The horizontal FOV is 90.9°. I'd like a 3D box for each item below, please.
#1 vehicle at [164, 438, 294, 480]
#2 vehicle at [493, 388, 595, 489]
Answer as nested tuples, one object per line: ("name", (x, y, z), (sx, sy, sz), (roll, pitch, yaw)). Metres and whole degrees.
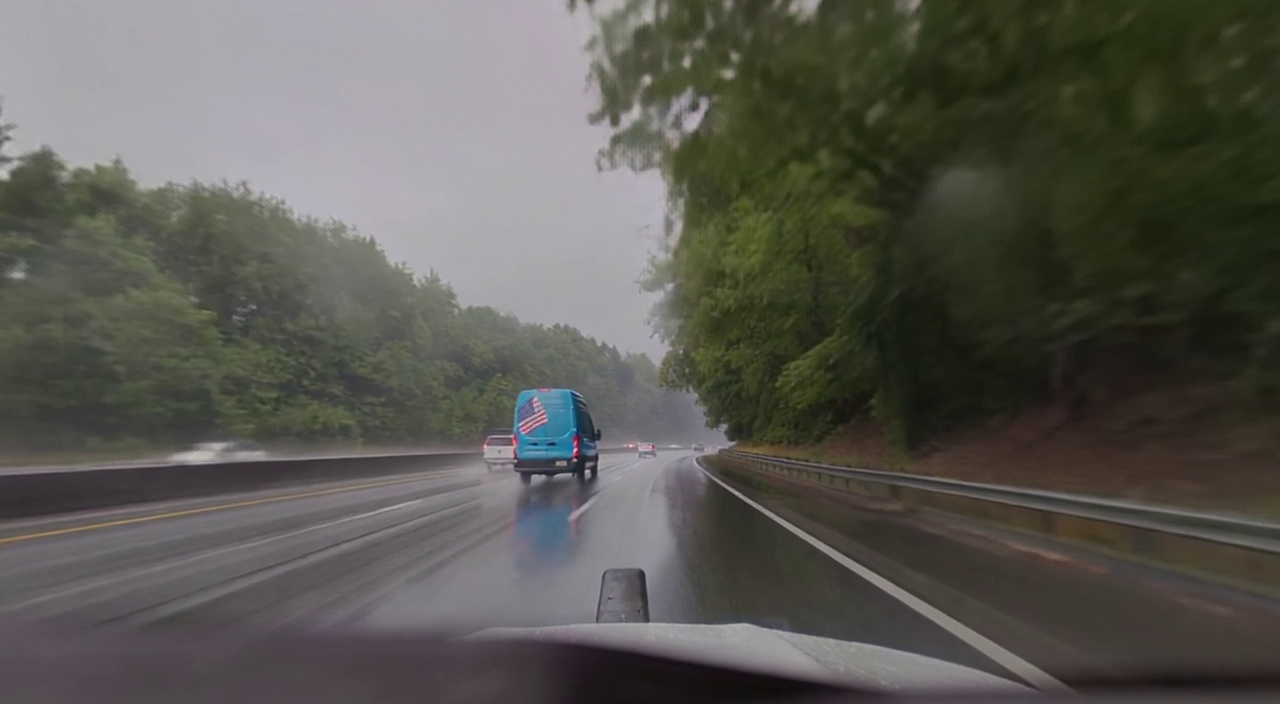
("vehicle", (-16.589, 4.334, 25.852), (1.959, 1.547, 4.772), (0, -8, 2))
("vehicle", (-2.952, 2.889, 20.991), (2.319, 2.883, 5.632), (0, -8, 2))
